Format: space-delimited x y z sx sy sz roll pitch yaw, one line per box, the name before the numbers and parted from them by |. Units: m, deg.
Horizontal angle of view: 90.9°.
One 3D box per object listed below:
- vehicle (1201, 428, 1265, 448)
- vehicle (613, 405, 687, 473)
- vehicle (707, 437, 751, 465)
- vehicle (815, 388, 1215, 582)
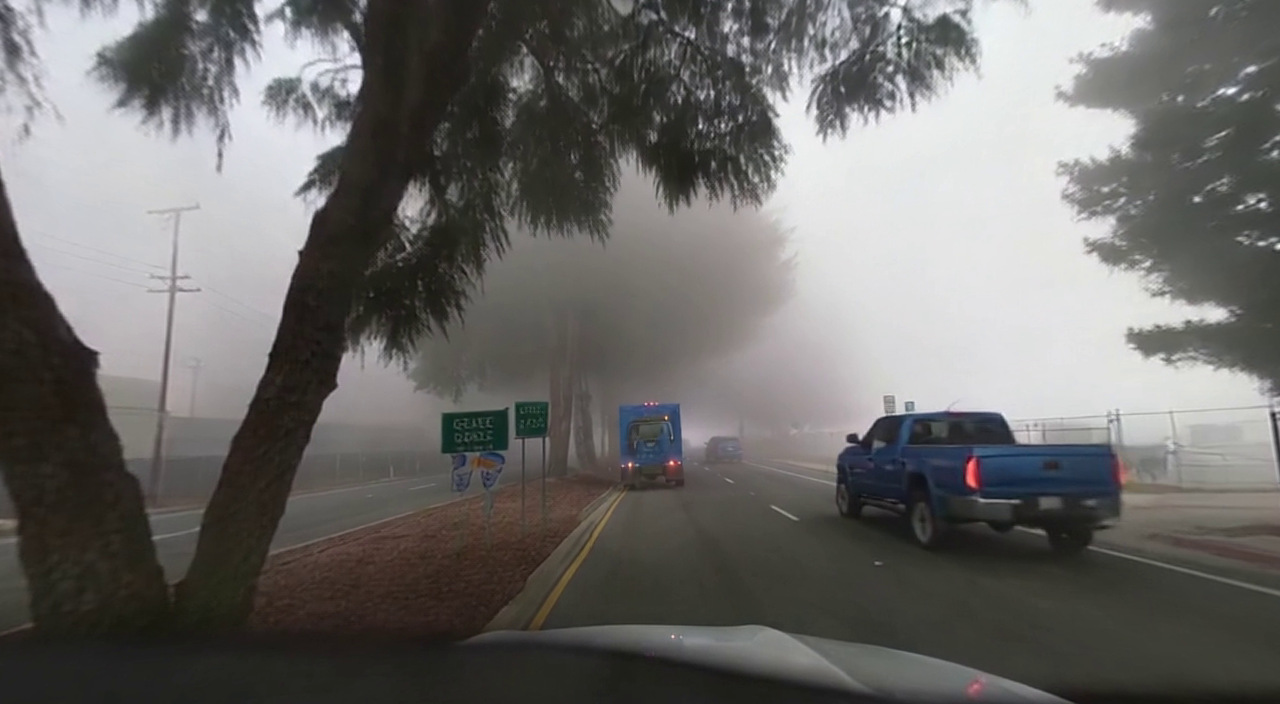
vehicle | 44.769 6.485 47.679 1.664 1.434 3.771 -3 -8 11
vehicle | 0.547 4.305 31.091 3.197 2.963 7.055 0 -8 2
vehicle | 5.449 6.152 39.299 2.076 1.661 4.524 0 -8 0
vehicle | 4.325 1.648 8.682 2.375 1.857 5.100 0 -8 0
